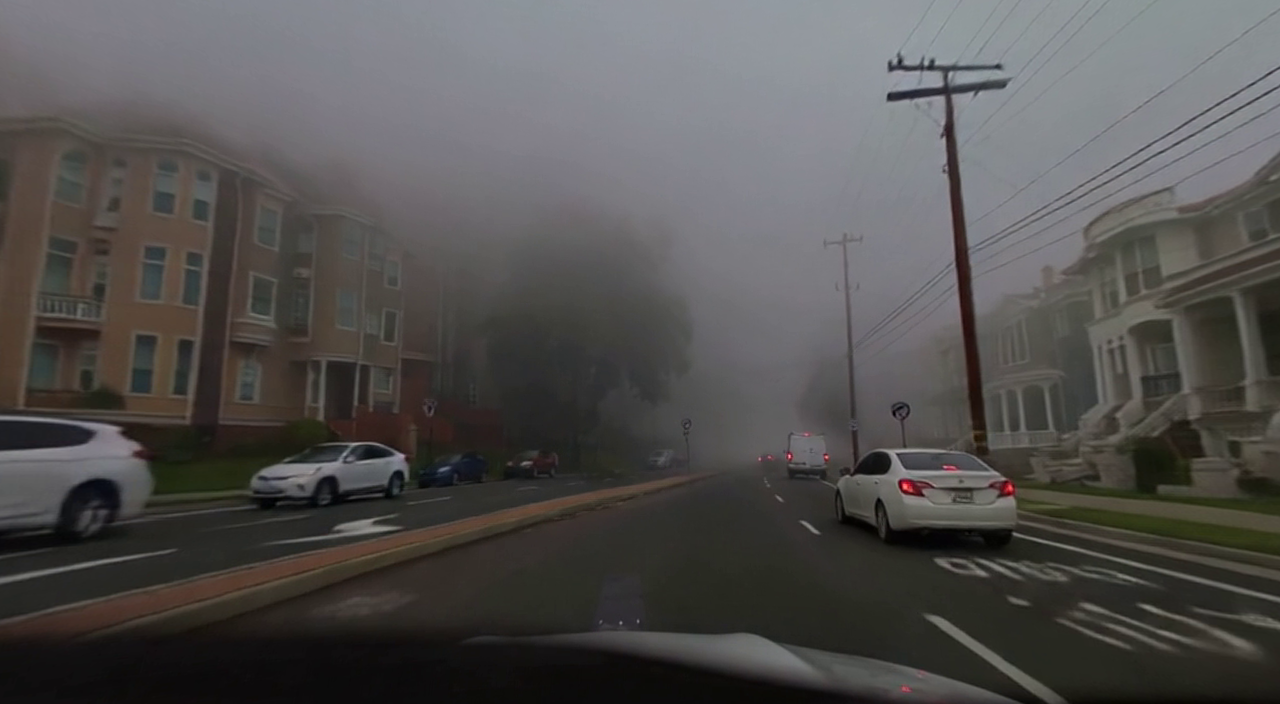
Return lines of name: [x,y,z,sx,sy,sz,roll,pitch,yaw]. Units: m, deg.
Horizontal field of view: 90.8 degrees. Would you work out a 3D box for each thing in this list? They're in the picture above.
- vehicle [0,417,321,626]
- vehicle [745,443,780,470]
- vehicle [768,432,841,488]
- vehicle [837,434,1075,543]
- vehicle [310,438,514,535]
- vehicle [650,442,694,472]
vehicle: [-5.355,1.486,6.158,1.852,1.498,4.238,-4,-8,9]
vehicle: [7.804,6.601,40.031,1.923,1.576,4.026,-2,-9,13]
vehicle: [6.410,4.244,25.194,2.109,2.002,4.424,-1,-9,6]
vehicle: [5.284,2.326,11.467,2.096,1.552,4.519,0,-9,2]
vehicle: [-4.545,2.712,13.529,2.081,1.453,4.698,-4,-6,9]
vehicle: [2.470,7.852,47.544,2.069,1.820,4.388,-6,-7,19]
